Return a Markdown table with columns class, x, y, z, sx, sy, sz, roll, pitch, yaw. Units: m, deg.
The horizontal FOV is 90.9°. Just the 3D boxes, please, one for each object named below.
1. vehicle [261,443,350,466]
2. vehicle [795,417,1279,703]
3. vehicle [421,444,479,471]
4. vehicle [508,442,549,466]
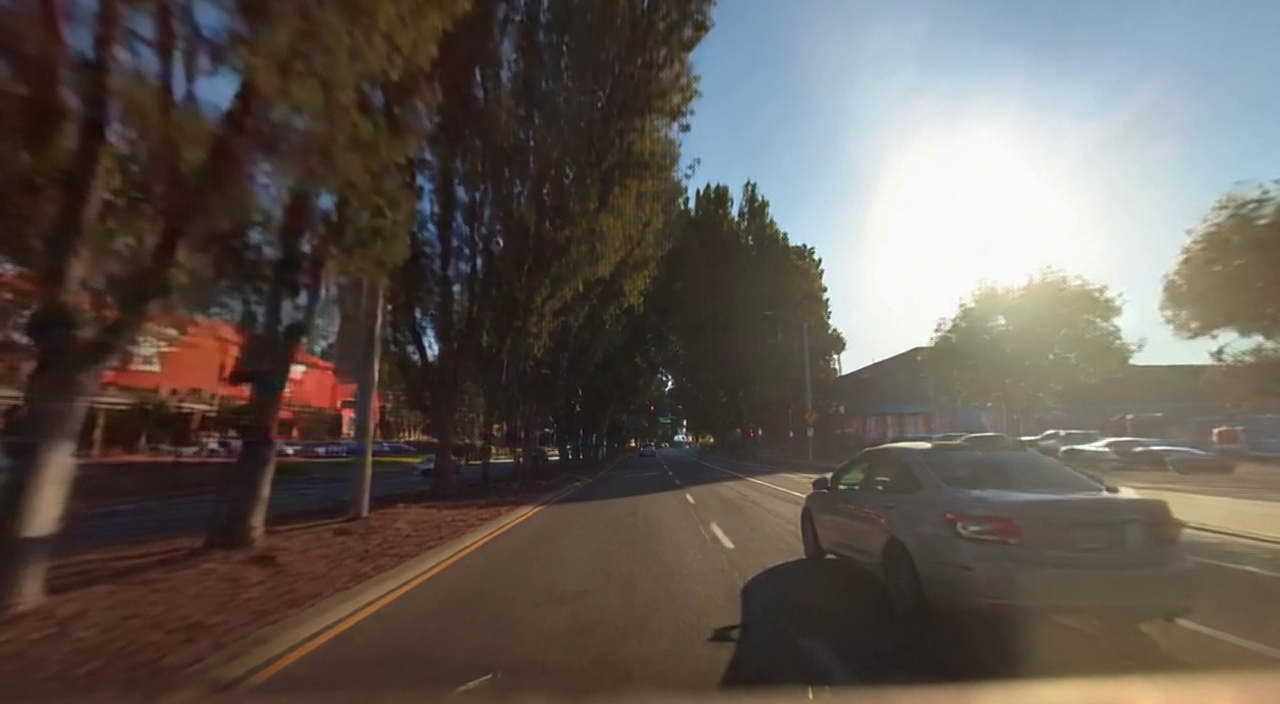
| class | x | y | z | sx | sy | sz | roll | pitch | yaw |
| --- | --- | --- | --- | --- | --- | --- | --- | --- | --- |
| vehicle | -23.156 | 7.121 | 43.817 | 4.980 | 1.521 | 2.089 | 0 | -8 | 0 |
| vehicle | 3.014 | 1.417 | 5.499 | 2.091 | 1.472 | 4.697 | 0 | -8 | 0 |
| vehicle | -11.340 | 6.323 | 37.942 | 1.938 | 1.487 | 4.623 | 0 | -8 | 1 |
| vehicle | -7.597 | 6.981 | 43.257 | 1.904 | 1.501 | 4.313 | 0 | -8 | 2 |
